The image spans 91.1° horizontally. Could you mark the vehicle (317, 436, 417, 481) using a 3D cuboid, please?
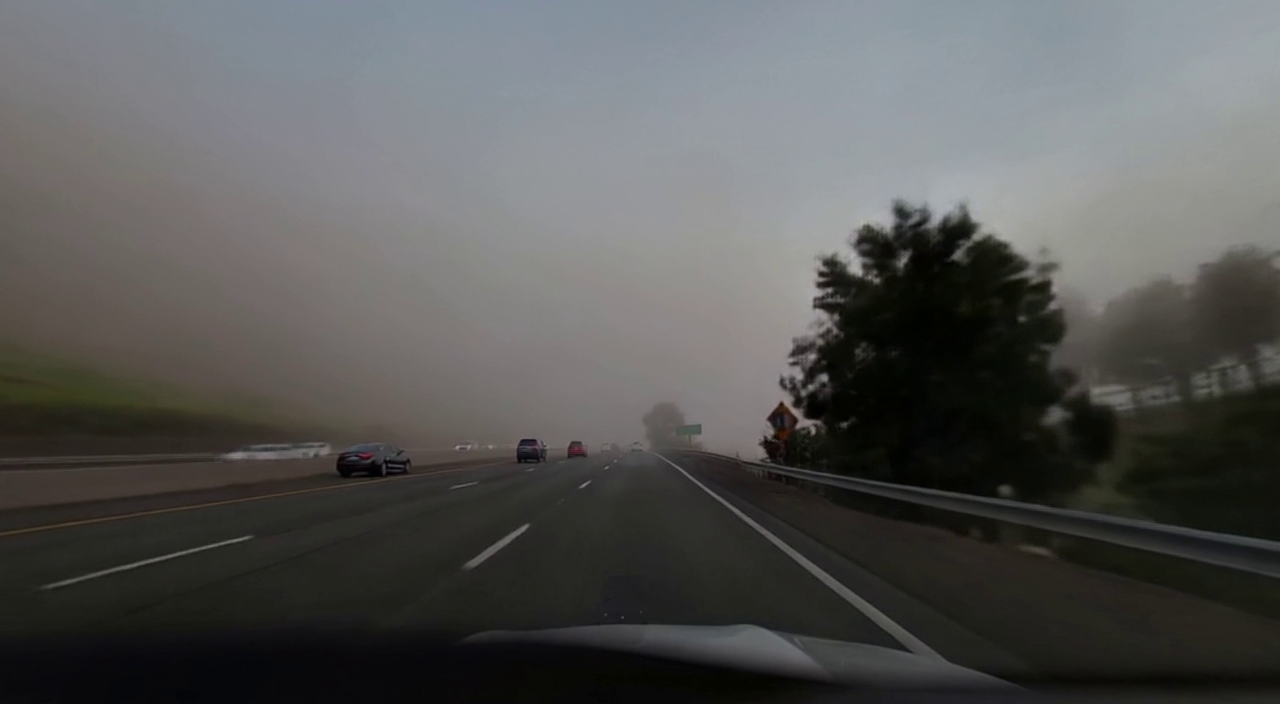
[{"bbox_3d":[-10.896,4.252,25.446,2.001,1.625,4.528,0,-8,0],"label":"vehicle"}]

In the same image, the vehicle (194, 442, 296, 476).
[{"bbox_3d":[-18.467,4.983,29.616,1.847,1.474,4.504,0,-8,1],"label":"vehicle"}]
